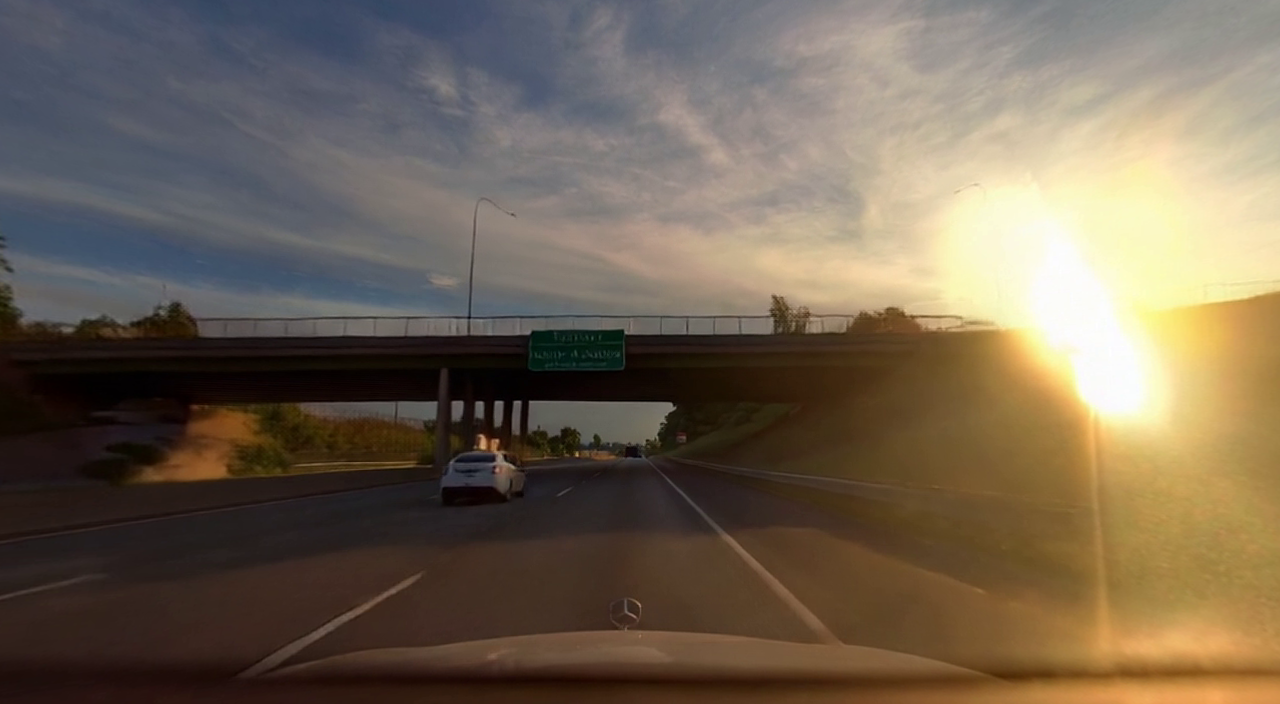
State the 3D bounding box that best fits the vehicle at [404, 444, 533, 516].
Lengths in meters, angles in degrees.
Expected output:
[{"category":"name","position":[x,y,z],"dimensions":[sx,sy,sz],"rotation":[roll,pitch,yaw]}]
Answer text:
[{"category":"vehicle","position":[-3.992,3.048,15.502],"dimensions":[1.992,1.504,4.117],"rotation":[0,-9,0]}]
